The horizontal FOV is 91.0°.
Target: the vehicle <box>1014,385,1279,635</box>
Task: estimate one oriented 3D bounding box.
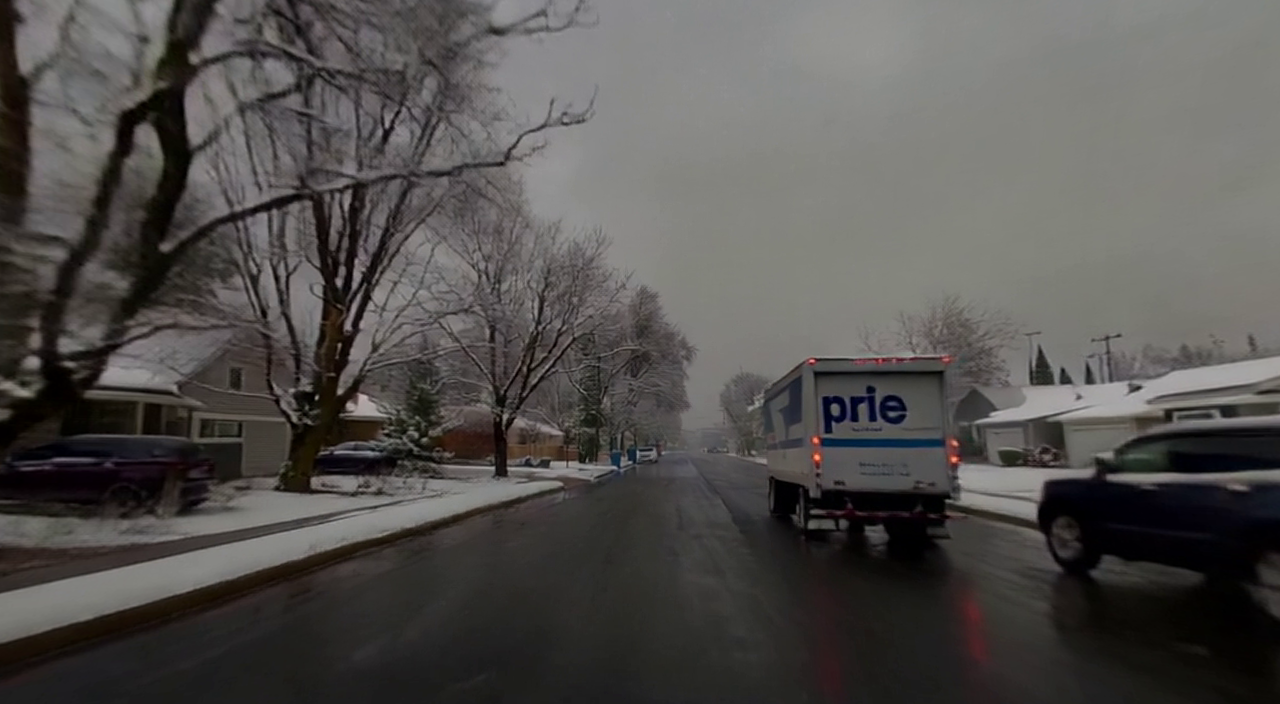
[{"bbox_3d":[6.164,1.416,6.166,2.410,1.902,4.277,0,-9,2],"label":"vehicle"}]

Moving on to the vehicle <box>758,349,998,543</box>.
[{"bbox_3d":[4.425,2.041,13.750,2.924,3.018,7.600,-1,-9,6],"label":"vehicle"}]
